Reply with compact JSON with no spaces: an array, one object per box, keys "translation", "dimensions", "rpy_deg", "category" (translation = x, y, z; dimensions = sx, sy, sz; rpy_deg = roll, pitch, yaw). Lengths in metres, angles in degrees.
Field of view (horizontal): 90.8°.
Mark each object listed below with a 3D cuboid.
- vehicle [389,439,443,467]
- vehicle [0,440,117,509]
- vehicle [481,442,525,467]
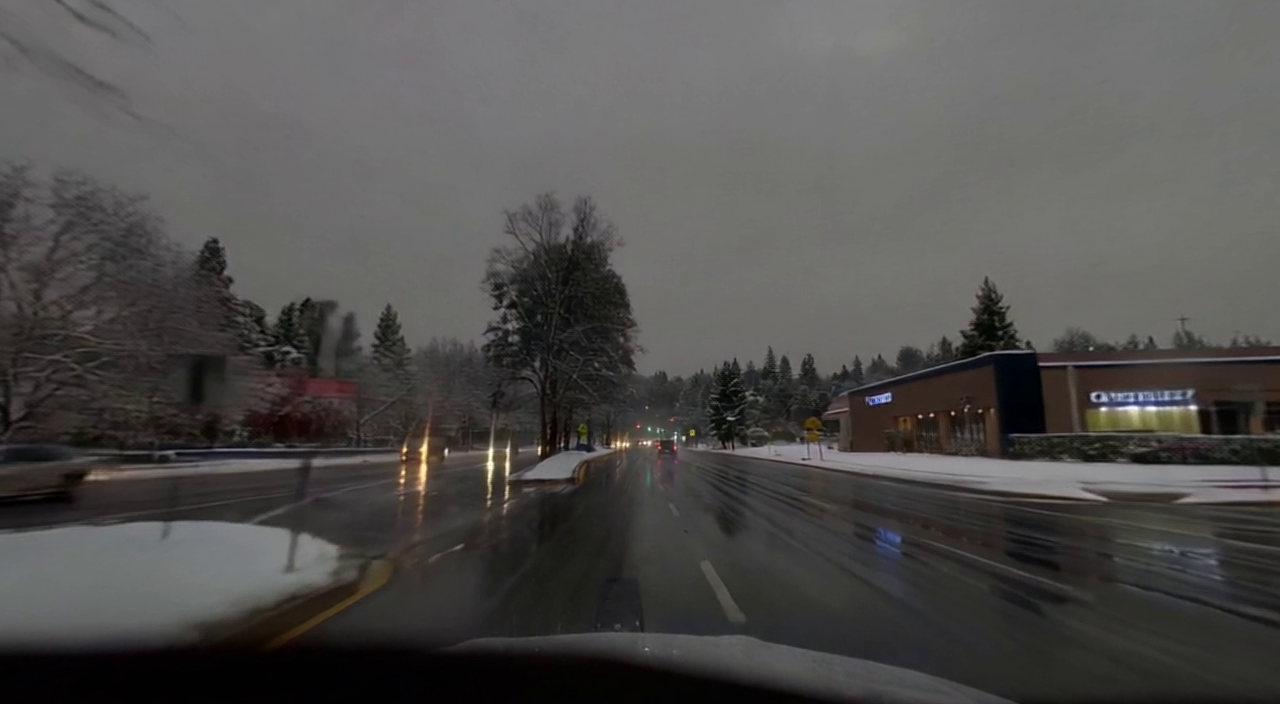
[{"translation":[-14.918,6.728,42.282],"dimensions":[1.924,1.767,4.397],"rpy_deg":[0,-9,1],"category":"vehicle"},{"translation":[-14.771,2.744,14.281],"dimensions":[1.967,1.453,4.539],"rpy_deg":[0,-9,0],"category":"vehicle"},{"translation":[-8.998,6.757,41.749],"dimensions":[2.107,1.560,3.955],"rpy_deg":[0,-9,-1],"category":"vehicle"}]
